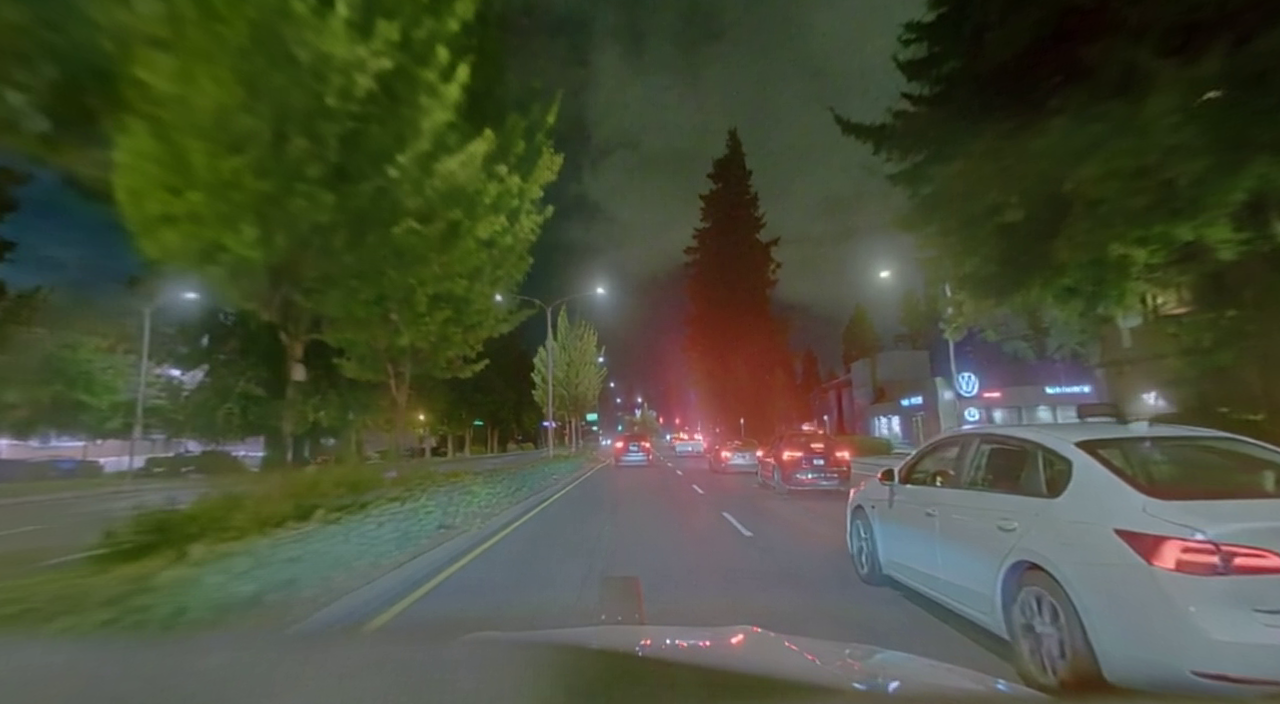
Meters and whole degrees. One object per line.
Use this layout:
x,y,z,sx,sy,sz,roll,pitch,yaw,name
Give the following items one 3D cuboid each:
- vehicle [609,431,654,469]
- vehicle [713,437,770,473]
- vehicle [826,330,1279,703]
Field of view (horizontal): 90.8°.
-0.417,4.962,32.227,2.106,1.798,4.168,0,-8,0,vehicle
4.425,4.566,28.138,1.883,1.452,4.258,0,-8,1,vehicle
3.032,1.074,4.236,2.153,1.658,4.485,0,-8,-1,vehicle
